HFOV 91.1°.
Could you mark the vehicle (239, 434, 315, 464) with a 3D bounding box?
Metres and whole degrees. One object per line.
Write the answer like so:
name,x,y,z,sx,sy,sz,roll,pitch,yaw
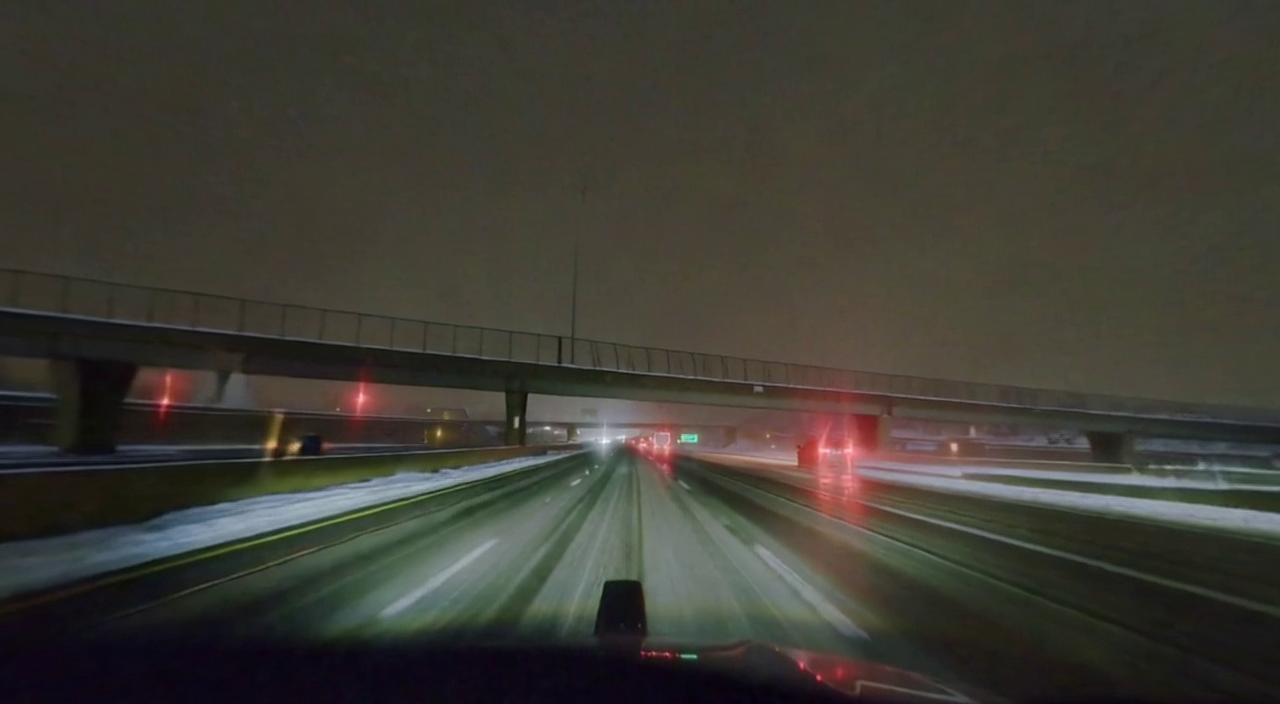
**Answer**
vehicle,-21.999,5.902,38.309,1.903,1.664,4.502,0,-8,0
